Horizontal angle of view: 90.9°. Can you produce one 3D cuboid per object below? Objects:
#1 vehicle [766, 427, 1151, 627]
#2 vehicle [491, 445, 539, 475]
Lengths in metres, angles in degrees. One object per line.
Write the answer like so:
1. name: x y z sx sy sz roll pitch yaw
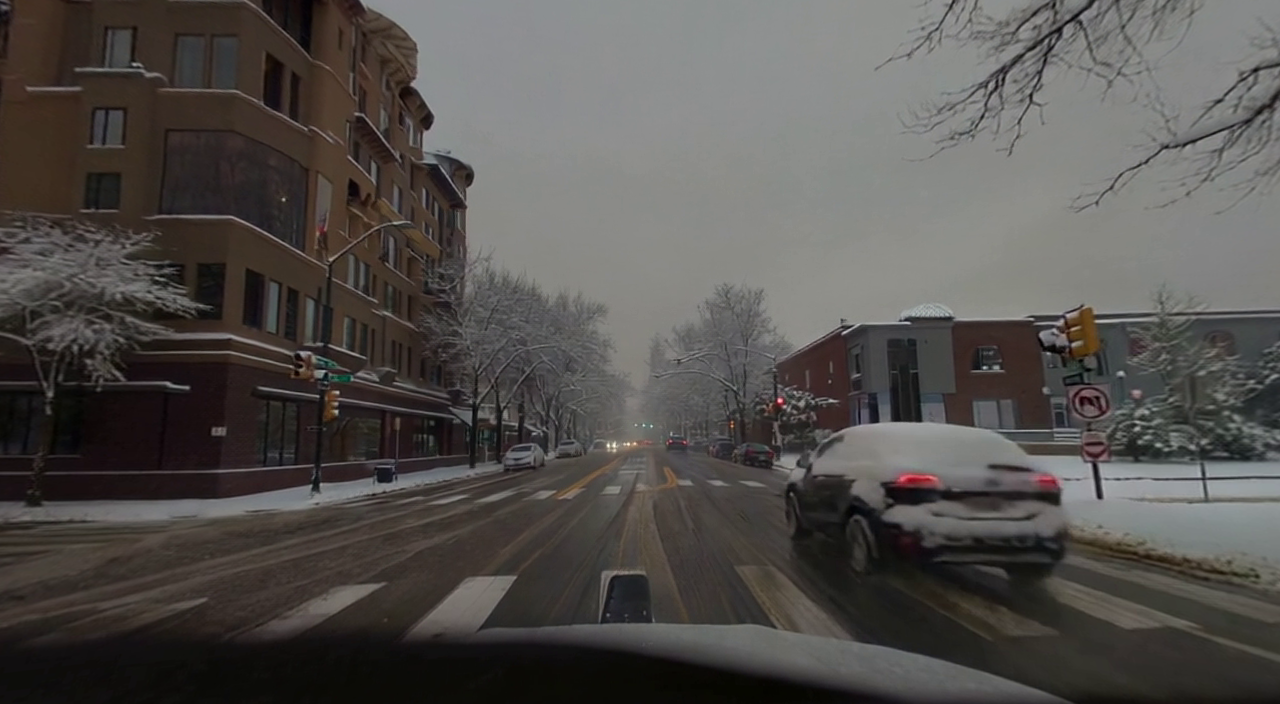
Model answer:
1. vehicle: 2.793 1.611 6.809 2.014 1.474 4.090 0 -8 0
2. vehicle: -7.231 6.244 36.833 2.127 1.533 4.547 -1 -8 -3
